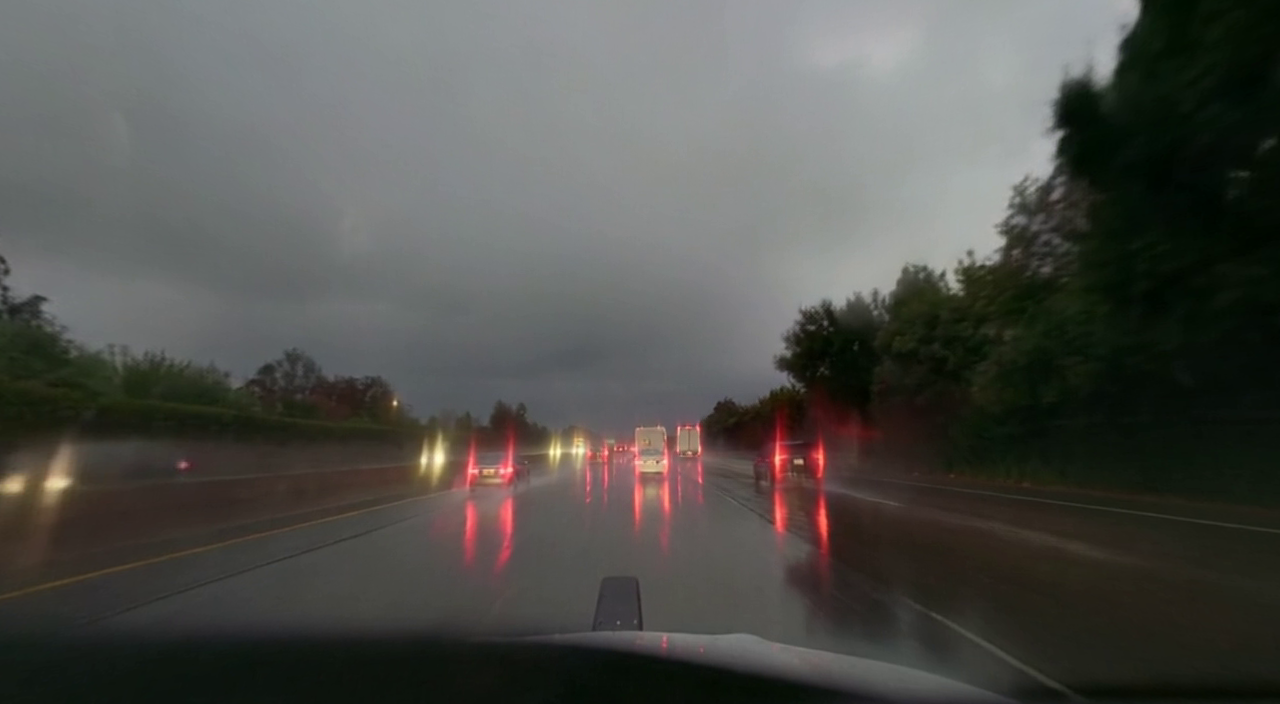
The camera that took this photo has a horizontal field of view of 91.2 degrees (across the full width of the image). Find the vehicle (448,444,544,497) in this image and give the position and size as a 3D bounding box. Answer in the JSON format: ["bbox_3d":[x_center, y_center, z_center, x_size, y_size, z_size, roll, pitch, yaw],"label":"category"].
[{"bbox_3d":[-4.414,3.696,19.958,1.967,1.473,4.439,-1,-9,1],"label":"vehicle"}]

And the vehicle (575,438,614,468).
[{"bbox_3d":[-3.108,7.042,43.696,2.230,1.973,4.403,-1,-9,2],"label":"vehicle"}]

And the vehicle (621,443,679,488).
[{"bbox_3d":[0.343,4.285,24.006,2.015,1.526,4.286,0,-9,0],"label":"vehicle"}]

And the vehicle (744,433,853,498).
[{"bbox_3d":[4.397,3.229,18.166,2.018,1.639,4.149,0,-9,-1],"label":"vehicle"}]

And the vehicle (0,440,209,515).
[{"bbox_3d":[-16.077,3.740,19.220,2.126,1.959,4.926,0,-9,0],"label":"vehicle"}]

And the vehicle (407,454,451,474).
[{"bbox_3d":[-16.343,8.670,48.669,1.912,1.478,4.106,-1,-9,1],"label":"vehicle"}]
